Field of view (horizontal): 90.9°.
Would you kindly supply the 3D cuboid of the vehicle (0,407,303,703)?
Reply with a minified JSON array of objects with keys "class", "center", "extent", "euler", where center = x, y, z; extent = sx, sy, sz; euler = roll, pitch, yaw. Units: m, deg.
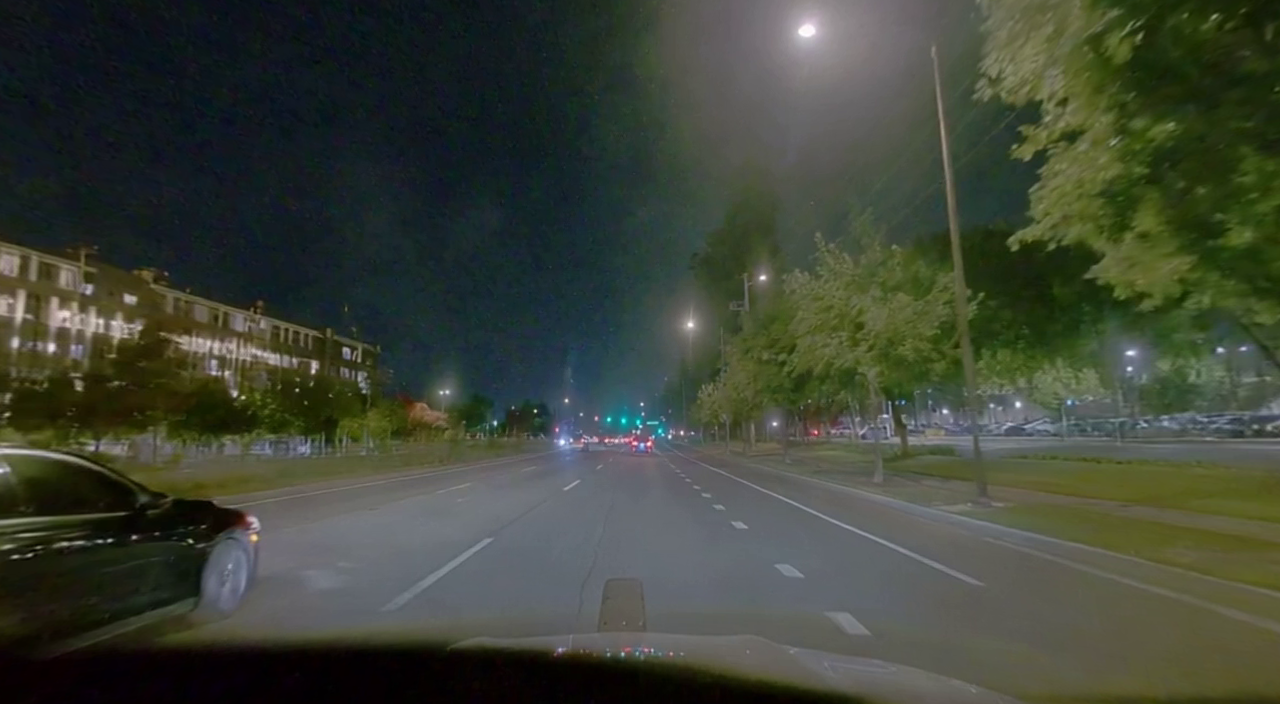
[{"class":"vehicle","center":[-3.767,0.971,2.673],"extent":[1.942,1.462,4.905],"euler":[0,-8,0]}]

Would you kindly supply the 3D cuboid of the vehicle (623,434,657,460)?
[{"class":"vehicle","center":[-0.010,6.438,42.914],"extent":[2.199,1.652,4.101],"euler":[0,-8,0]}]
